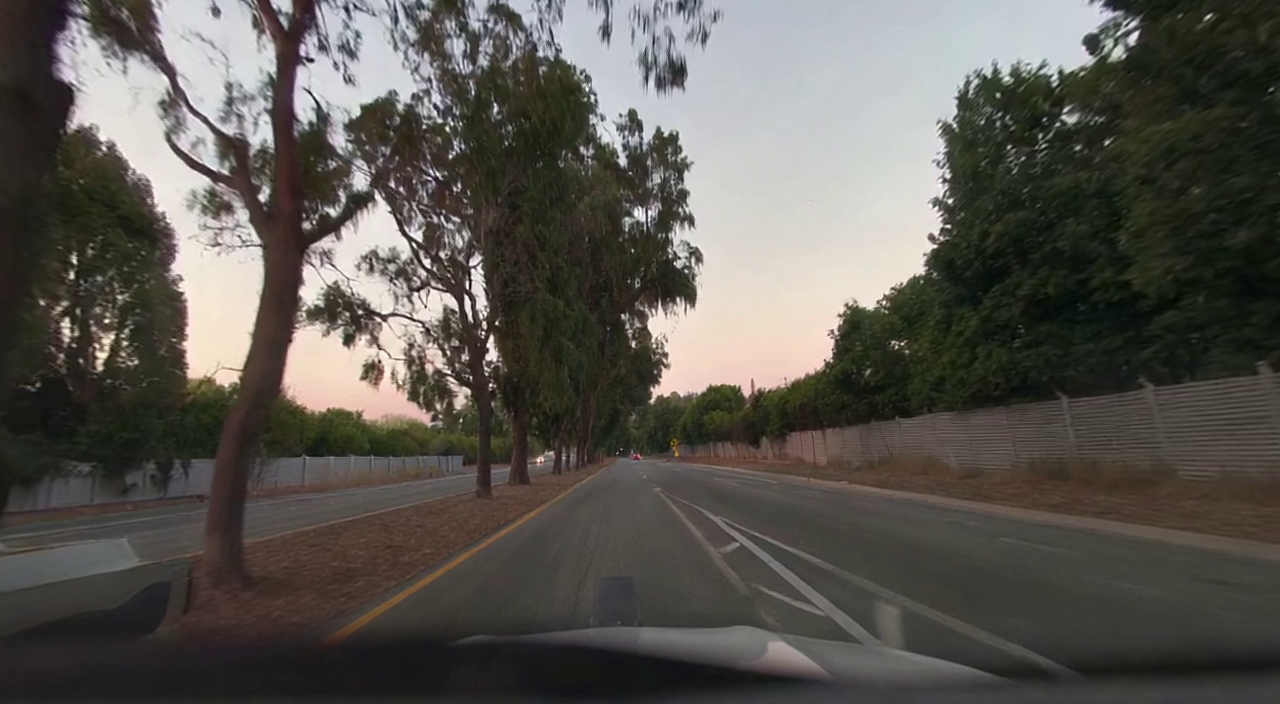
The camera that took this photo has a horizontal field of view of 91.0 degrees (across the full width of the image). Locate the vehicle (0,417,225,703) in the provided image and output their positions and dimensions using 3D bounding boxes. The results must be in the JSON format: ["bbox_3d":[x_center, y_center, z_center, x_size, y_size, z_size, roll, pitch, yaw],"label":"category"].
[{"bbox_3d":[-3.994,0.923,2.028,2.120,1.488,4.766,0,-8,-1],"label":"vehicle"}]
